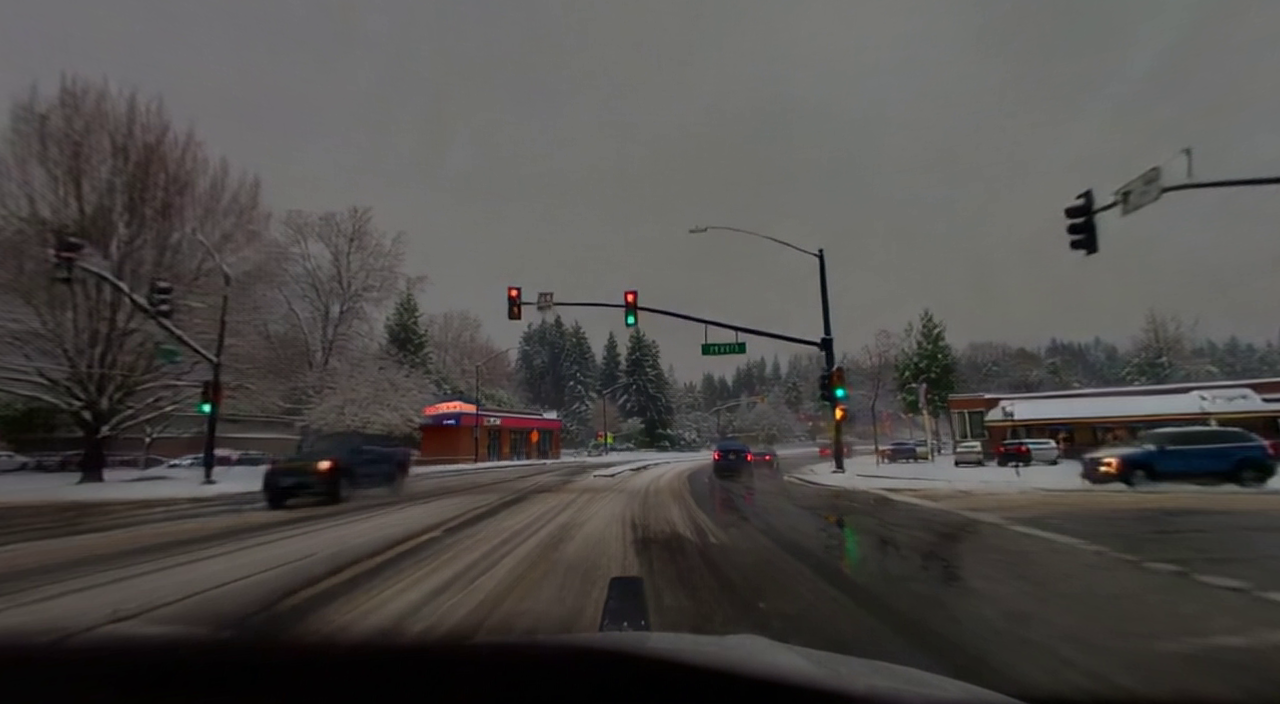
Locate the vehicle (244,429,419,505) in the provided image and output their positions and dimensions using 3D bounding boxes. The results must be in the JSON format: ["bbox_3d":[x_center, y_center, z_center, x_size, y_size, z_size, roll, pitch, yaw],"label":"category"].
[{"bbox_3d":[-7.858,2.967,16.671,2.309,1.702,4.323,0,-9,2],"label":"vehicle"}]

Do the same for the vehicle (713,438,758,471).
[{"bbox_3d":[5.299,5.662,34.946,2.311,1.715,4.287,-1,-9,8],"label":"vehicle"}]

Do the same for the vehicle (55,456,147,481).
[{"bbox_3d":[-34.478,7.436,40.478,1.802,1.442,4.601,0,-9,1],"label":"vehicle"}]

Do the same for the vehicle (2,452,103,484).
[{"bbox_3d":[-36.959,7.284,39.821,2.122,1.801,4.427,0,-9,-2],"label":"vehicle"}]

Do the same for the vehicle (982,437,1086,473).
[{"bbox_3d":[21.175,5.525,33.899,4.707,1.790,2.357,4,-9,-23],"label":"vehicle"}]

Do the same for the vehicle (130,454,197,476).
[{"bbox_3d":[-34.276,8.117,45.491,1.702,1.407,4.019,0,-9,-1],"label":"vehicle"}]

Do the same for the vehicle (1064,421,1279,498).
[{"bbox_3d":[14.856,2.925,17.368,4.713,1.969,2.201,0,-9,-2],"label":"vehicle"}]

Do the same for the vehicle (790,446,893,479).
[{"bbox_3d":[9.695,5.333,30.697,1.938,1.466,4.434,6,-11,-35],"label":"vehicle"}]

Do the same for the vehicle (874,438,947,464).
[{"bbox_3d":[19.654,7.211,46.086,4.557,1.825,2.350,-3,-9,16],"label":"vehicle"}]
